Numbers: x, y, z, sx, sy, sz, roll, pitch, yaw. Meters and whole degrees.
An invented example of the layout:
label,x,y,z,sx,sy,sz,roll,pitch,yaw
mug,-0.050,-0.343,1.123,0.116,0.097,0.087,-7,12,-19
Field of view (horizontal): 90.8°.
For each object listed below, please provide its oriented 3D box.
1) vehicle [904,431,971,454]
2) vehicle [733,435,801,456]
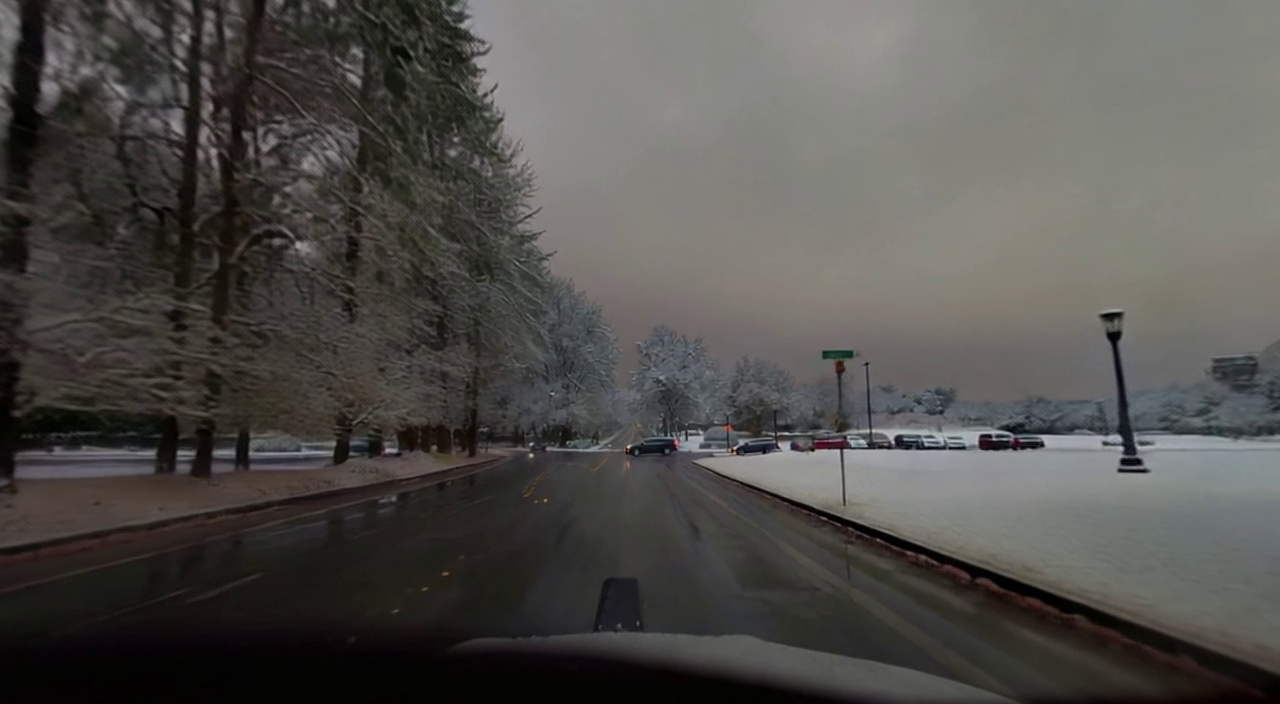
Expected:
label,x,y,z,sx,sy,sz,roll,pitch,yaw
vehicle,20.925,6.418,44.438,3.830,1.429,1.890,4,-10,-10
vehicle,9.866,7.316,49.331,4.870,1.507,2.073,-1,-8,0
